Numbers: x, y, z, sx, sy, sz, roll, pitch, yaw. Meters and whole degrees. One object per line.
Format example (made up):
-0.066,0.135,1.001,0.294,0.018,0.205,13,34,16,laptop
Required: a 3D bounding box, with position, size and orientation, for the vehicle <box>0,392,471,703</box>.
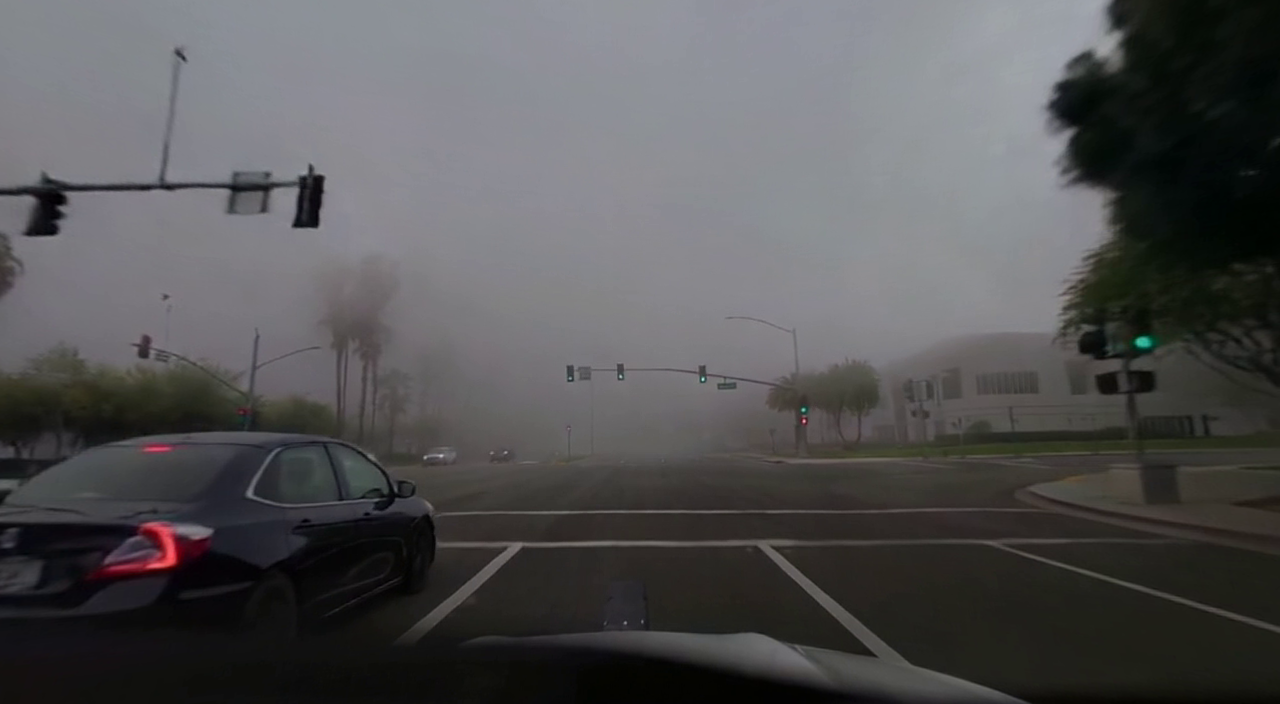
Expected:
-3.081,1.278,4.825,2.162,1.549,4.795,0,-8,1,vehicle
